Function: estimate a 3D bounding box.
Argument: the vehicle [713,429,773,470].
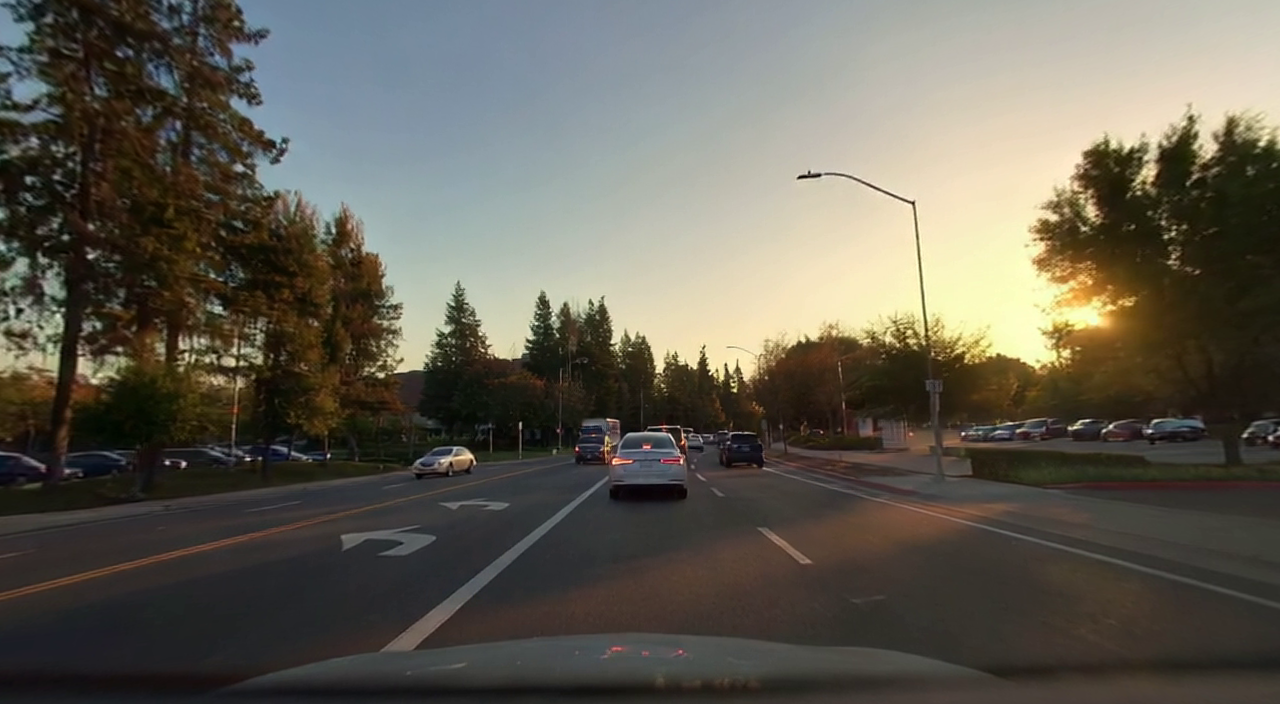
[{"bbox_3d":[4.832,4.626,30.158,2.155,1.786,4.459,-1,-8,1],"label":"vehicle"}]

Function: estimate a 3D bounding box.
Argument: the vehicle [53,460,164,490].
[{"bbox_3d":[-27.883,6.444,33.160,4.391,1.442,1.763,-1,-8,5],"label":"vehicle"}]

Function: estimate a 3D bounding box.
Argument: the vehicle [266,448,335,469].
[{"bbox_3d":[-26.117,8.213,48.558,4.398,1.532,1.769,-2,-8,8],"label":"vehicle"}]

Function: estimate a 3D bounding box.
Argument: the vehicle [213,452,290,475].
[{"bbox_3d":[-26.604,7.646,43.212,4.260,1.498,1.769,-2,-8,10],"label":"vehicle"}]

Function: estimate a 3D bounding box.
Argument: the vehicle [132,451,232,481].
[{"bbox_3d":[-27.735,6.905,38.257,4.743,1.671,1.842,-1,-8,4],"label":"vehicle"}]

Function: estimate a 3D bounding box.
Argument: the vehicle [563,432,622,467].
[{"bbox_3d":[-2.515,5.343,34.798,2.057,1.786,4.725,-2,-8,11],"label":"vehicle"}]

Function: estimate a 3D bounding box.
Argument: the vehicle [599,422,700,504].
[{"bbox_3d":[0.220,2.678,15.630,2.154,1.710,4.128,-1,-8,1],"label":"vehicle"}]

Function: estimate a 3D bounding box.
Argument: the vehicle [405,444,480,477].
[{"bbox_3d":[-9.346,5.140,30.224,1.909,1.471,4.502,-1,-8,3],"label":"vehicle"}]
